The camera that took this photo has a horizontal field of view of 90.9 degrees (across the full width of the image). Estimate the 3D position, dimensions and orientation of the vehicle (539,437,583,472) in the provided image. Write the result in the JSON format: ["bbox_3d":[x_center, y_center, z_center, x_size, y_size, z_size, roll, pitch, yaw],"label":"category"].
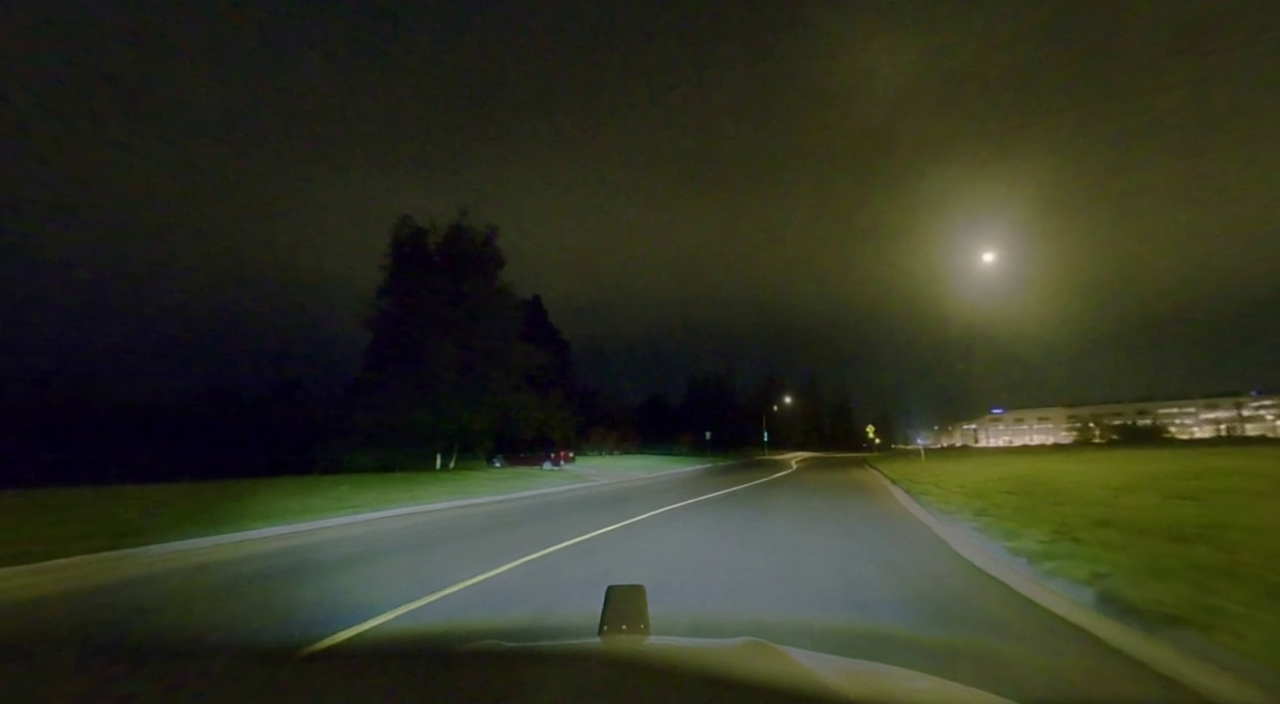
[{"bbox_3d":[-4.487,5.764,35.454,2.244,1.796,5.170,1,-9,-8],"label":"vehicle"}]

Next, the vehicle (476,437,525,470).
[{"bbox_3d":[-8.089,5.805,36.323,2.192,1.740,4.521,3,-9,-19],"label":"vehicle"}]
